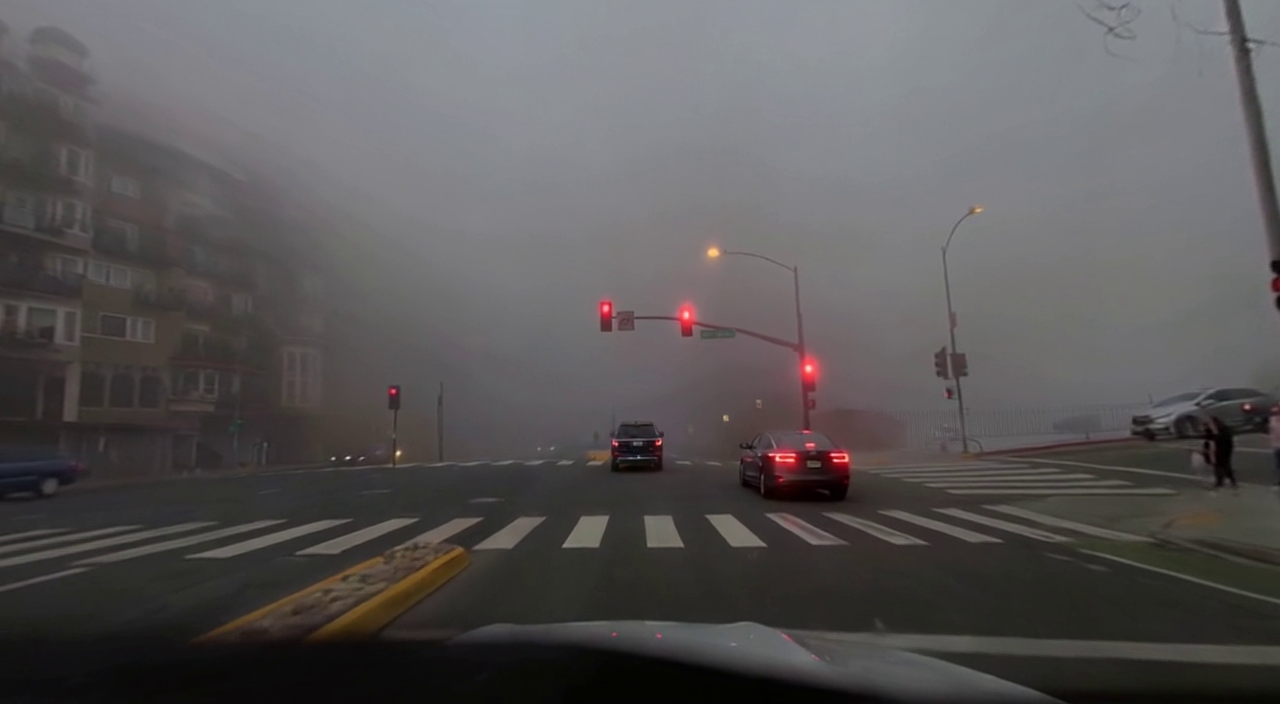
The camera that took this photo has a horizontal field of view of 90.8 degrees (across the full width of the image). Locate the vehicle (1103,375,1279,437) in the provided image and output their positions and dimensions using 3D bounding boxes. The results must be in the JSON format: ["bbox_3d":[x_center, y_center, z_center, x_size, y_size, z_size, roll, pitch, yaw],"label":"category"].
[{"bbox_3d":[20.276,1.975,22.811,5.146,1.699,2.269,-5,-9,0],"label":"vehicle"}]

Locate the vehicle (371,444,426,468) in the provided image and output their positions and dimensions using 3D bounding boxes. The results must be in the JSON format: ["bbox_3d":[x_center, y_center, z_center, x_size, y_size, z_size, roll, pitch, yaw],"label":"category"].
[{"bbox_3d":[-17.071,7.372,44.952,2.011,1.630,4.541,0,-8,2],"label":"vehicle"}]

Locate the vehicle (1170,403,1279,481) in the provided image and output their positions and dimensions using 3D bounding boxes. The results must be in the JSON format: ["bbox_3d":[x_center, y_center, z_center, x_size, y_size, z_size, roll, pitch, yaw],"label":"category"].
[{"bbox_3d":[13.896,1.848,12.960,4.354,1.466,1.863,0,-8,-1],"label":"vehicle"}]

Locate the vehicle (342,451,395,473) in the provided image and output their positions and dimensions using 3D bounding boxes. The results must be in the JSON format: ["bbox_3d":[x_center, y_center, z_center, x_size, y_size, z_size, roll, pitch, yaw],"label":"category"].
[{"bbox_3d":[-20.215,8.177,47.199,1.979,1.488,4.473,0,-8,0],"label":"vehicle"}]

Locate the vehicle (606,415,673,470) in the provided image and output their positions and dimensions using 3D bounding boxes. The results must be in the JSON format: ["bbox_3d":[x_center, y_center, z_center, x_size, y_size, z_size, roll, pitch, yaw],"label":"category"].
[{"bbox_3d":[0.026,3.260,22.747,2.168,1.776,4.135,0,-8,1],"label":"vehicle"}]

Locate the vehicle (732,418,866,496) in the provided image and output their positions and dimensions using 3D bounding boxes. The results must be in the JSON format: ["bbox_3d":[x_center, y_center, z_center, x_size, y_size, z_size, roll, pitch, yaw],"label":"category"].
[{"bbox_3d":[3.516,2.439,14.964,1.987,1.538,4.510,0,-8,0],"label":"vehicle"}]
